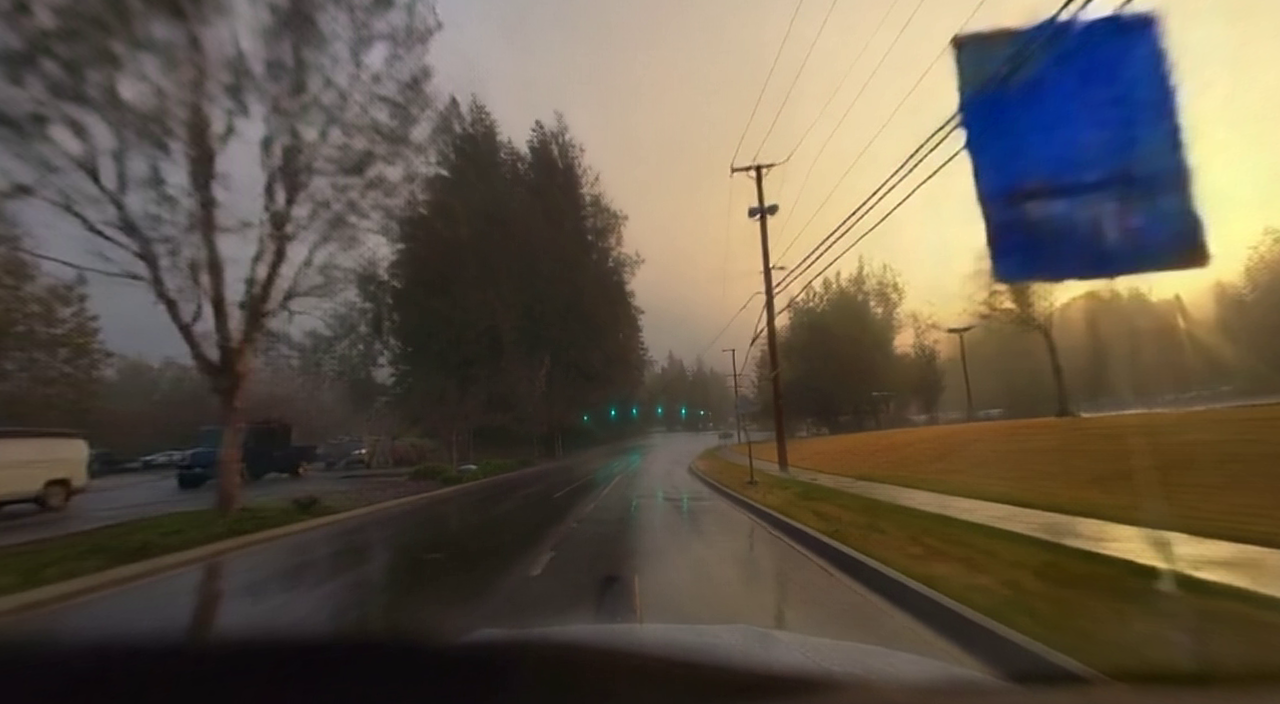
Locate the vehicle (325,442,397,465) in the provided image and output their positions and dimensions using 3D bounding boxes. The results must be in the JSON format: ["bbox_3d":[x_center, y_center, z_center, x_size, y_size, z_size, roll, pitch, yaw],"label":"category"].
[{"bbox_3d":[-19.312,7.016,43.554,4.187,1.510,1.857,6,-11,-39],"label":"vehicle"}]

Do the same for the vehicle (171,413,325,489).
[{"bbox_3d":[-18.443,4.674,30.257,2.739,3.171,7.030,-1,-8,1],"label":"vehicle"}]

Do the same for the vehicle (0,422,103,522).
[{"bbox_3d":[-18.105,3.195,16.645,2.327,2.595,6.045,-1,-9,0],"label":"vehicle"}]
